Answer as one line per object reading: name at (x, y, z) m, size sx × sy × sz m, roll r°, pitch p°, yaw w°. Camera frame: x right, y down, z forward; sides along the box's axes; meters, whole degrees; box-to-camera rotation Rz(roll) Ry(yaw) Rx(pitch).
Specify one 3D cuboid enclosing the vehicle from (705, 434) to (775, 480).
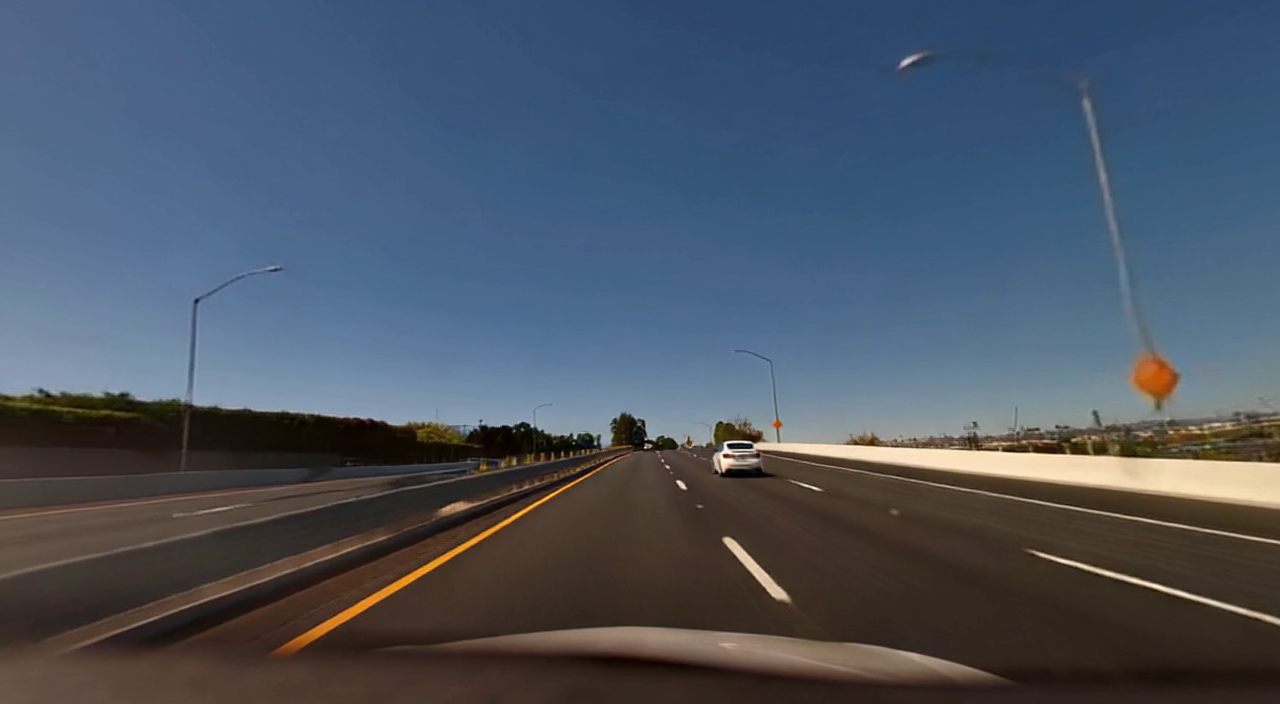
vehicle at (3.535, 3.800, 23.161) m, size 1.874 × 1.506 × 4.116 m, roll 0°, pitch -8°, yaw 0°
